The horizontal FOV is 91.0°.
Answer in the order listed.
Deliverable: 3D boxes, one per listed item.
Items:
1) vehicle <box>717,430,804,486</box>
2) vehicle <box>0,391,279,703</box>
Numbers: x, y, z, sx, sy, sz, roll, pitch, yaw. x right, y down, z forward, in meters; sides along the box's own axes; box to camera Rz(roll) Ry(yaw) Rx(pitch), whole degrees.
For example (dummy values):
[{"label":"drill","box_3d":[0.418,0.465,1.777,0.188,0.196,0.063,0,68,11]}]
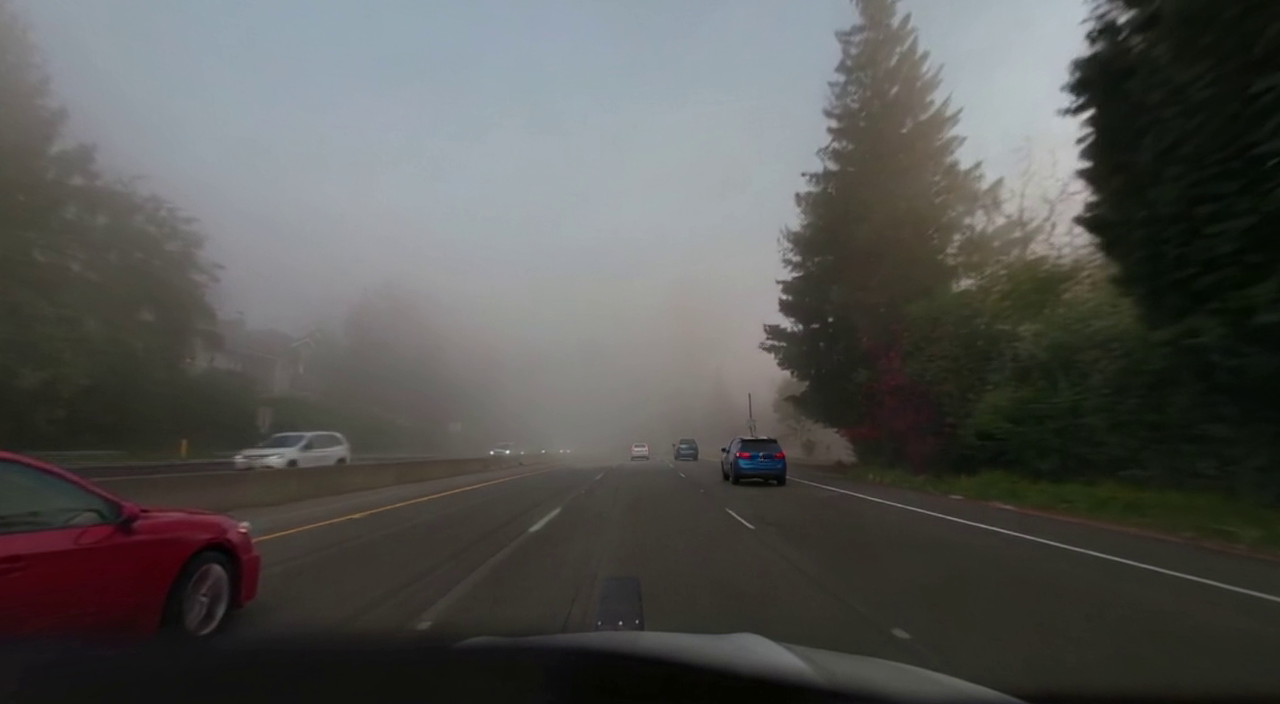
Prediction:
[{"label":"vehicle","box_3d":[3.964,3.571,21.470,2.092,1.686,4.188,0,-9,-1]},{"label":"vehicle","box_3d":[-3.709,0.890,2.360,2.036,1.528,4.400,0,-9,1]}]
